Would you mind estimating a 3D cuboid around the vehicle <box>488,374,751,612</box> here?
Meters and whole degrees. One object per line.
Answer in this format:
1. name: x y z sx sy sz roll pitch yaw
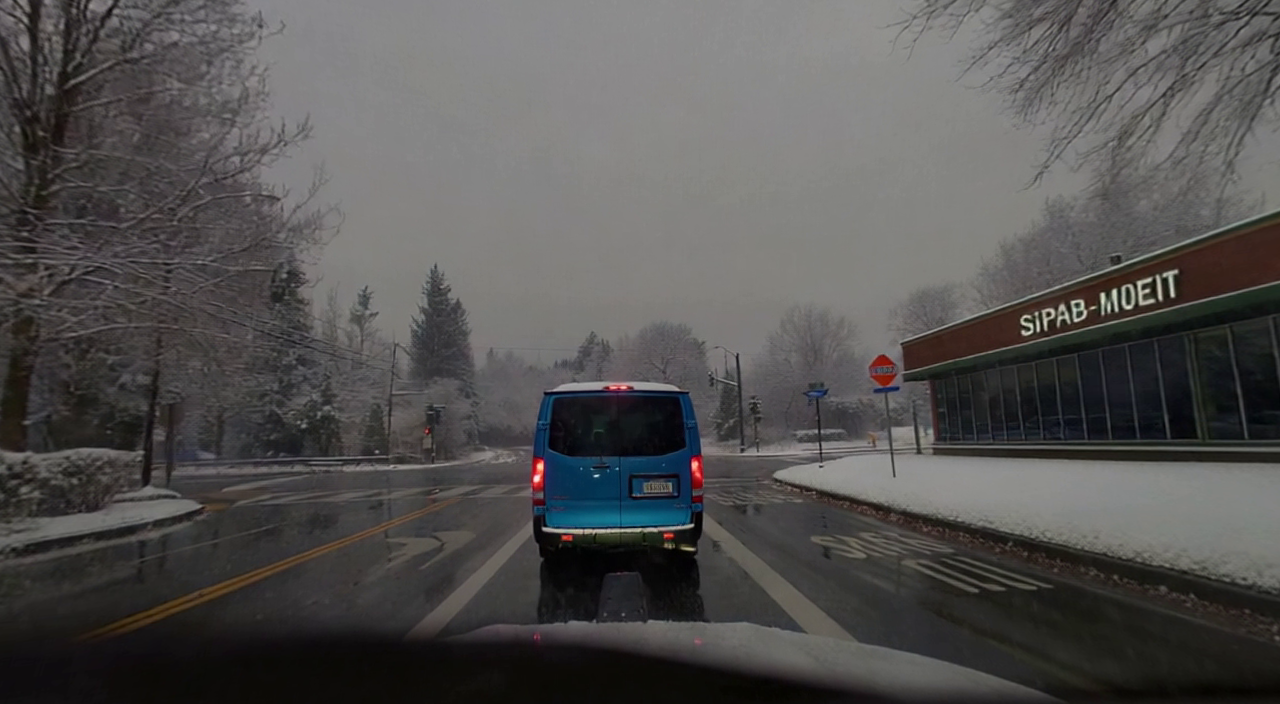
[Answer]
1. vehicle: -0.296 1.469 7.298 2.181 1.949 3.932 1 -9 -4
